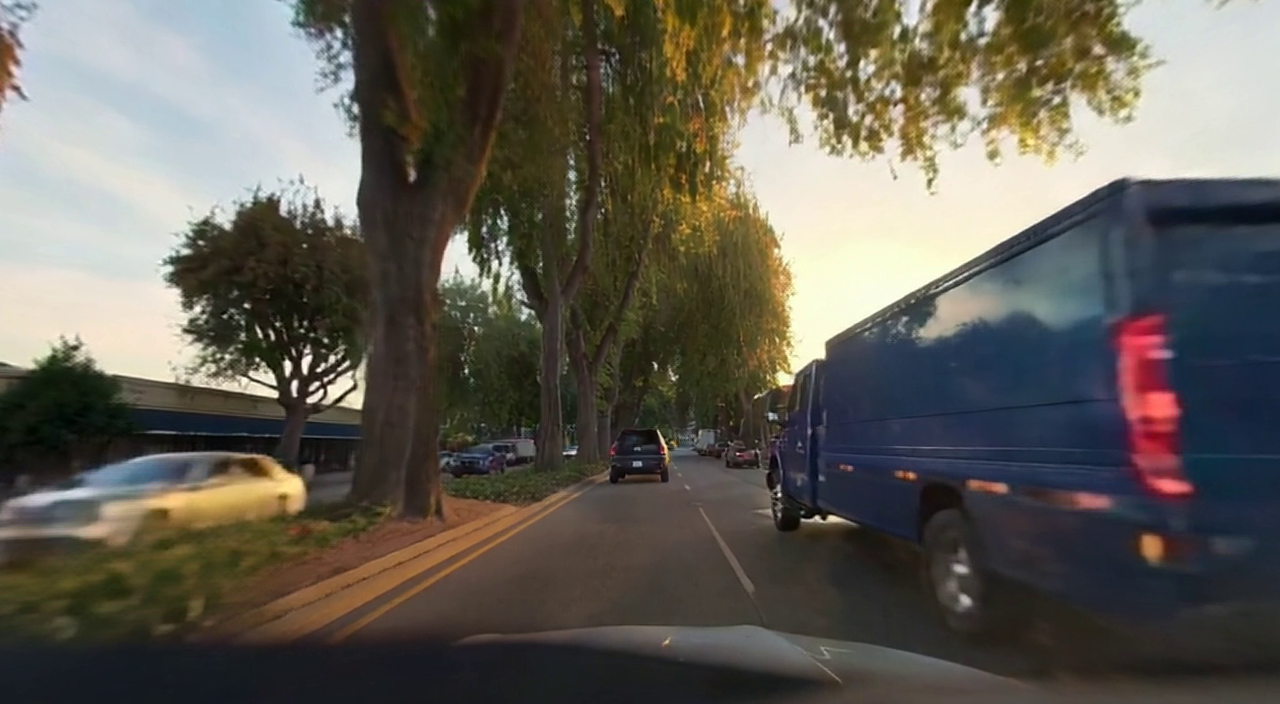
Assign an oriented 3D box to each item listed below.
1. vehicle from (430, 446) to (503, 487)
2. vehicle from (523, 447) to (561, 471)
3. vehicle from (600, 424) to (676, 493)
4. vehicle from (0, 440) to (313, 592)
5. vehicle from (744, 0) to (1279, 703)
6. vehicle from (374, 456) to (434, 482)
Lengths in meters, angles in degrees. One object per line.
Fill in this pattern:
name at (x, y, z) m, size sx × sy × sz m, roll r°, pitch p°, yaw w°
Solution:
vehicle at (-7.605, 5.033, 28.152) m, size 1.937 × 1.641 × 4.575 m, roll 0°, pitch -9°, yaw 0°
vehicle at (-7.321, 8.018, 47.677) m, size 1.977 × 1.669 × 4.387 m, roll -1°, pitch -9°, yaw 2°
vehicle at (0.053, 3.560, 21.350) m, size 2.293 × 2.036 × 4.853 m, roll -1°, pitch -9°, yaw 3°
vehicle at (-6.787, 2.038, 8.855) m, size 2.056 × 1.534 × 4.645 m, roll 0°, pitch -9°, yaw -2°
vehicle at (3.824, 0.685, 8.496) m, size 3.007 × 4.206 × 12.913 m, roll 0°, pitch -9°, yaw 2°
vehicle at (-15.126, 7.516, 40.701) m, size 1.962 × 1.487 × 4.652 m, roll 0°, pitch -9°, yaw 2°
